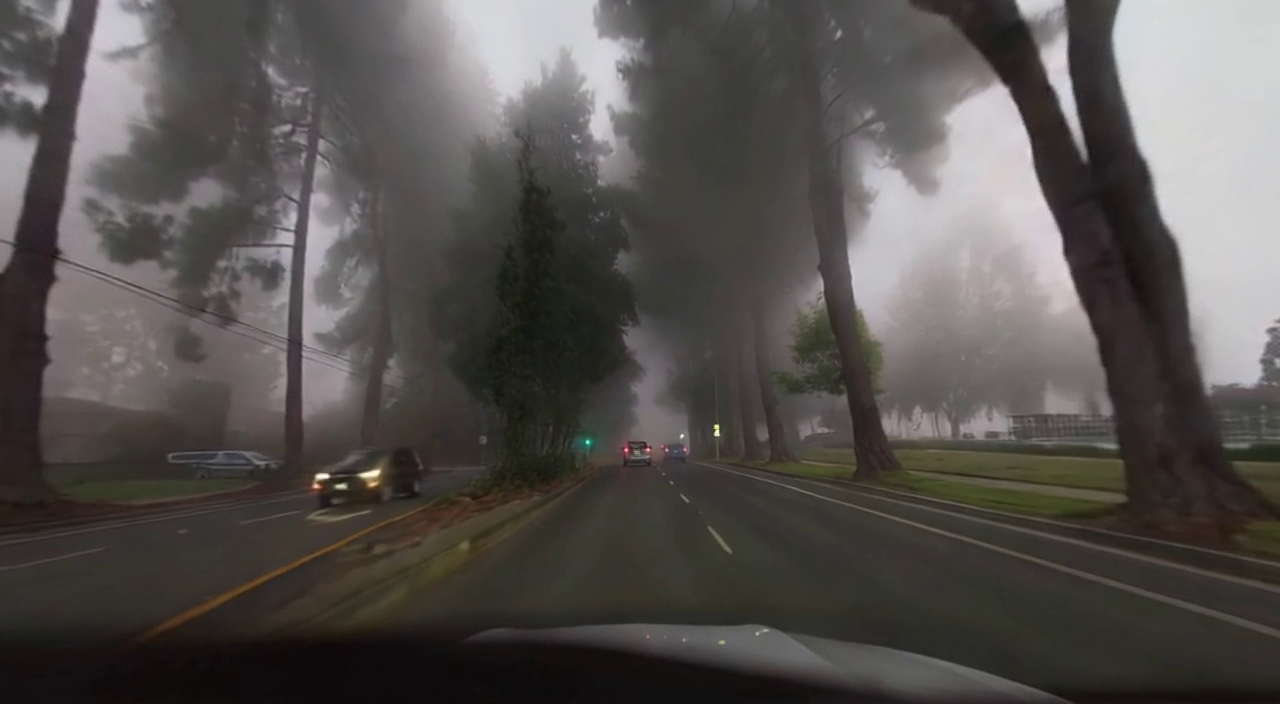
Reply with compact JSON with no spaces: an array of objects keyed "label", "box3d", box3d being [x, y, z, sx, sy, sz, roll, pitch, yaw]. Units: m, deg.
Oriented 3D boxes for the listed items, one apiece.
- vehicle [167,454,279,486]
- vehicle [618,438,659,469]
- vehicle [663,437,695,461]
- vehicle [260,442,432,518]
[{"label":"vehicle","box3d":[-22.037,6.232,33.415,4.589,1.557,1.887,-1,-8,1]},{"label":"vehicle","box3d":[-0.126,5.599,34.869,2.109,1.612,3.963,0,-8,-1]},{"label":"vehicle","box3d":[3.023,7.650,49.600,2.189,1.766,4.495,0,-8,0]},{"label":"vehicle","box3d":[-6.699,2.937,15.023,2.020,1.512,4.296,0,-8,0]}]
